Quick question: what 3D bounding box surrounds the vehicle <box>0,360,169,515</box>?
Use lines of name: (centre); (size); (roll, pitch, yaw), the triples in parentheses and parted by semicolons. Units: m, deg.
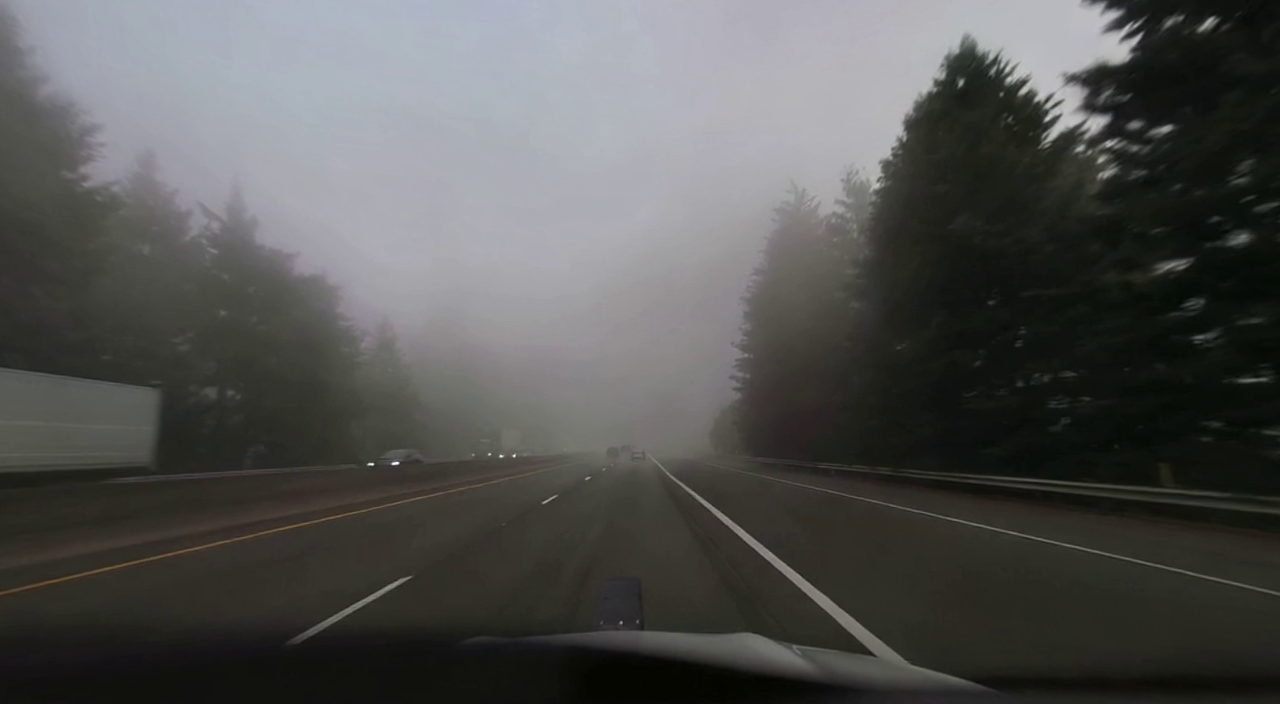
vehicle: (-17.985, 1.999, 14.895); (3.020, 3.951, 14.107); (0, -9, -1)

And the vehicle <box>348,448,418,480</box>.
vehicle: (-13.241, 5.765, 32.795); (1.888, 1.494, 4.184); (0, -9, 0)
